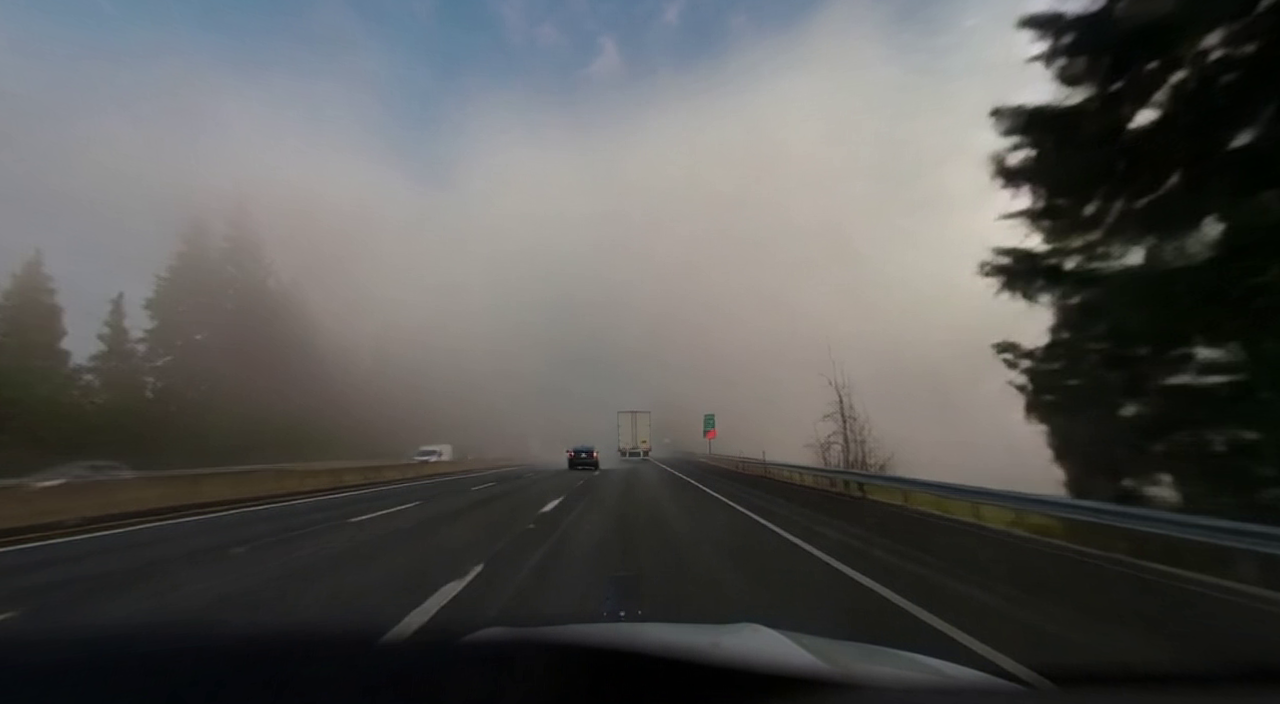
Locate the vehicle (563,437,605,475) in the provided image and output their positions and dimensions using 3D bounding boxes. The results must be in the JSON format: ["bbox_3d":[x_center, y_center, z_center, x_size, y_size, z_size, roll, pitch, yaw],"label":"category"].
[{"bbox_3d":[-2.985,5.641,34.275,2.139,1.925,4.312,0,-9,-4],"label":"vehicle"}]
